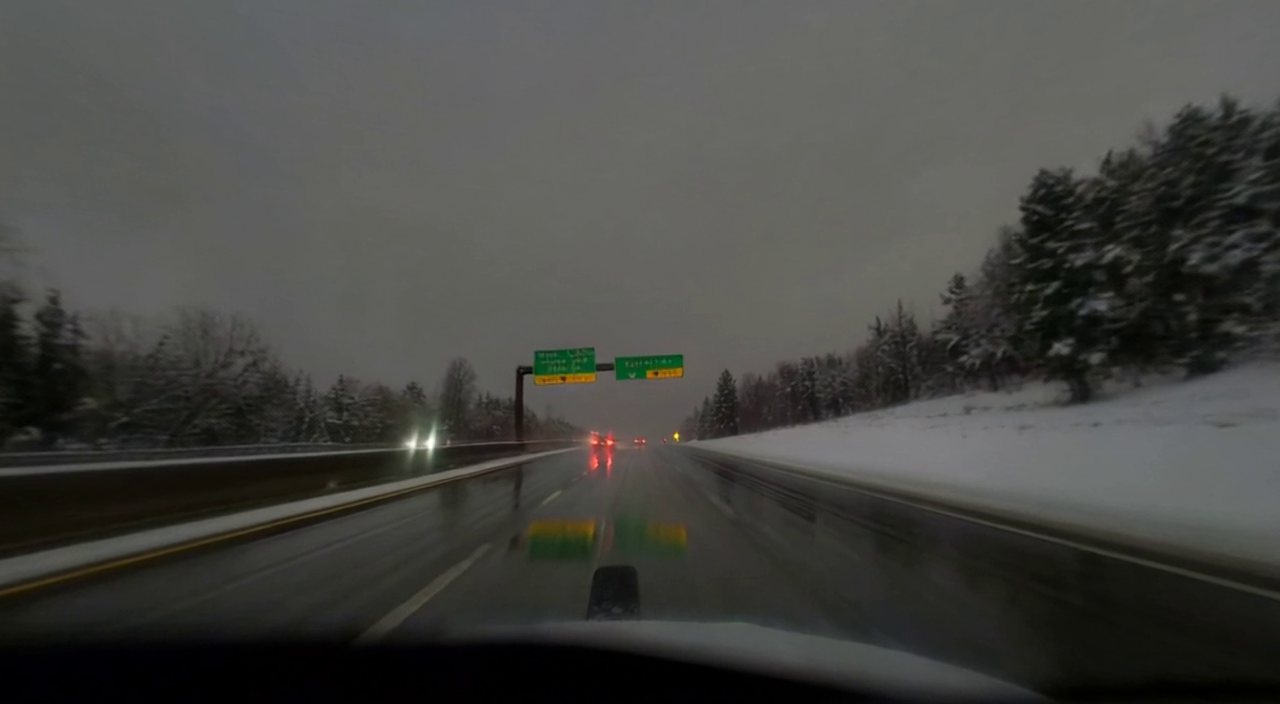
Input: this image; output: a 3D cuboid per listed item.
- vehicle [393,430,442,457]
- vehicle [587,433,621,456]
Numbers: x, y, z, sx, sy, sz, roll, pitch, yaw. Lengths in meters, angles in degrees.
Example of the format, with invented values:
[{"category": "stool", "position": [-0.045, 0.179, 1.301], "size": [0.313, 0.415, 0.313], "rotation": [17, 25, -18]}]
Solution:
[{"category": "vehicle", "position": [-17.255, 7.087, 49.156], "size": [2.099, 1.969, 4.815], "rotation": [0, -8, 0]}, {"category": "vehicle", "position": [-2.517, 6.642, 45.400], "size": [2.148, 1.603, 4.513], "rotation": [0, -8, 1]}]
